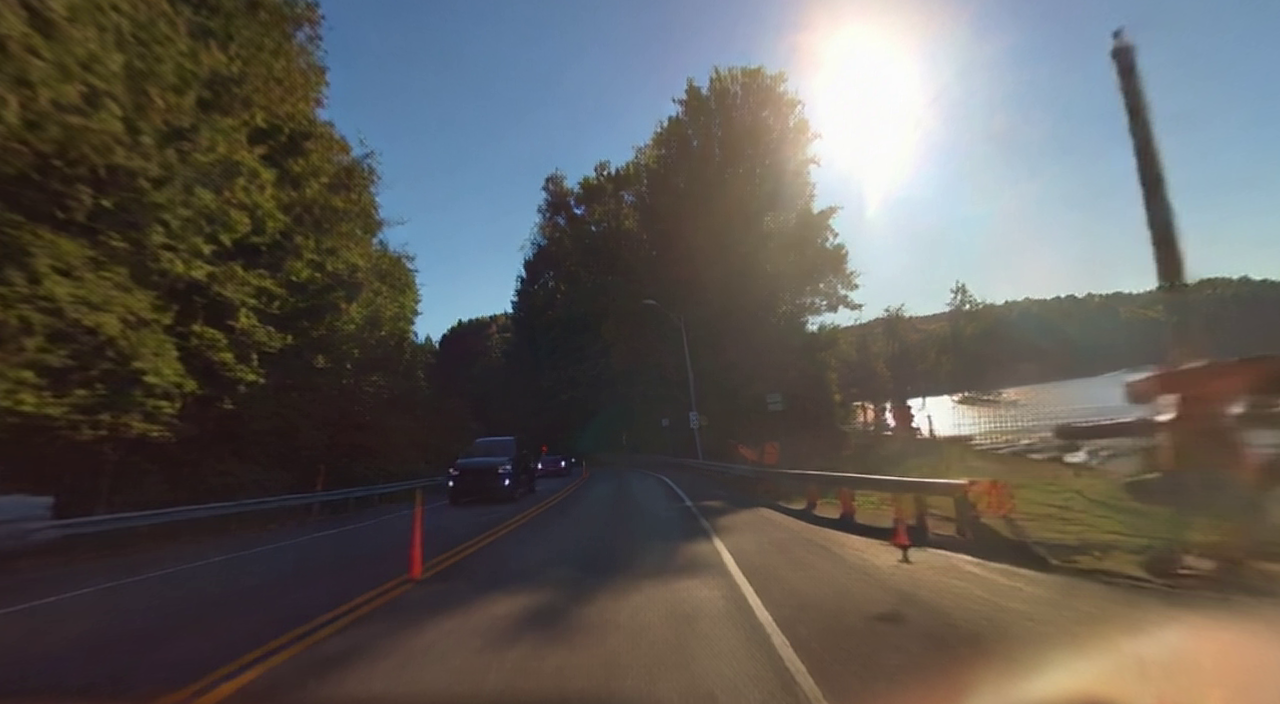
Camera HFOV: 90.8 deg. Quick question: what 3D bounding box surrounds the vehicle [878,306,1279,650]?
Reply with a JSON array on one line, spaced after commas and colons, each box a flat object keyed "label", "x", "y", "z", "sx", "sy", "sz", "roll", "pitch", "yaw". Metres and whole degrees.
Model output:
[{"label": "vehicle", "x": 5.189, "y": 1.143, "z": 6.412, "sx": 2.845, "sy": 2.053, "sz": 6.457, "roll": 0, "pitch": -8, "yaw": -2}]

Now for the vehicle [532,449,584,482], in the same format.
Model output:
[{"label": "vehicle", "x": -3.843, "y": 5.375, "z": 30.257, "sx": 2.032, "sy": 1.444, "sz": 4.164, "roll": 0, "pitch": -8, "yaw": -2}]

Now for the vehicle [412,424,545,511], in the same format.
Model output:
[{"label": "vehicle", "x": -4.079, "y": 3.021, "z": 17.035, "sx": 2.221, "sy": 1.969, "sz": 5.153, "roll": 0, "pitch": -8, "yaw": 0}]
